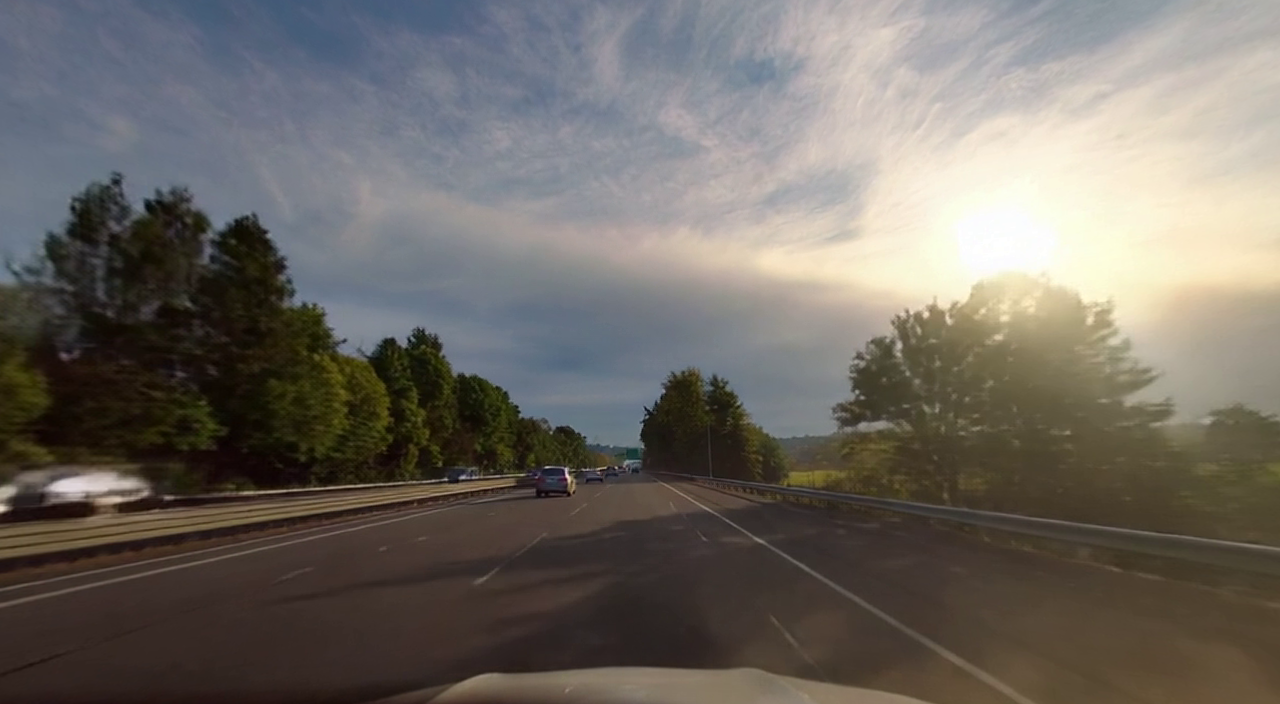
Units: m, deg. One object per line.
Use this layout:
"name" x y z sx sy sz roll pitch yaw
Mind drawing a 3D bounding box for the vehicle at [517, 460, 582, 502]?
"vehicle" -3.757 5.480 27.009 2.068 1.592 4.479 1 -10 0

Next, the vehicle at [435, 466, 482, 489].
"vehicle" -12.771 8.852 44.691 2.012 1.522 4.405 1 -10 0

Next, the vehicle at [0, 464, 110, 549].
"vehicle" -12.670 2.826 11.551 1.939 1.525 4.481 1 -10 0
